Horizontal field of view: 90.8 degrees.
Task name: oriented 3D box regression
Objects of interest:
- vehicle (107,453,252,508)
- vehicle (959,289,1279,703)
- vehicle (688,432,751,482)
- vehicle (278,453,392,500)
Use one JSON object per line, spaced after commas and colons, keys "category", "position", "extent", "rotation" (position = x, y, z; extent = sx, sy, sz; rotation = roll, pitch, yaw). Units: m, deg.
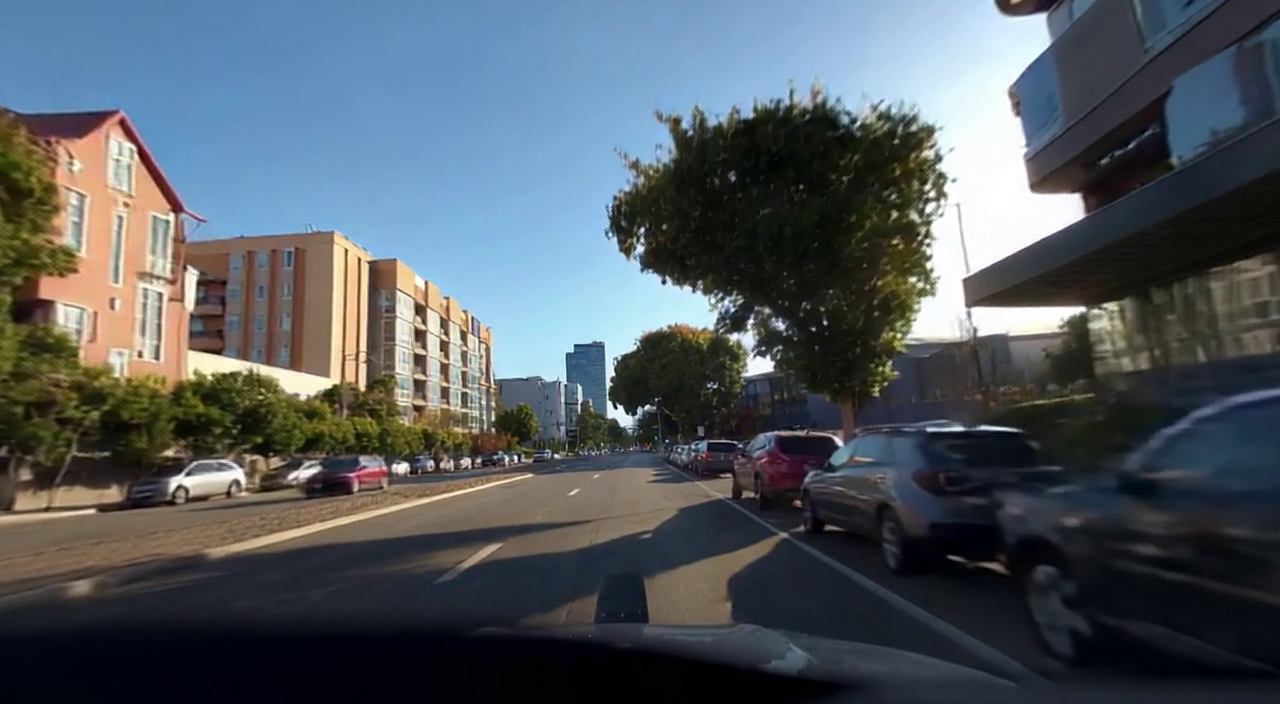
{"category": "vehicle", "position": [-18.163, 5.055, 25.344], "extent": [2.151, 1.885, 4.979], "rotation": [0, -9, -2]}
{"category": "vehicle", "position": [3.488, 0.689, 2.128], "extent": [2.175, 1.910, 4.933], "rotation": [0, -9, 0]}
{"category": "vehicle", "position": [3.251, 4.392, 26.699], "extent": [1.935, 1.920, 4.397], "rotation": [0, -9, -1]}
{"category": "vehicle", "position": [-11.273, 4.592, 23.811], "extent": [1.982, 1.515, 4.648], "rotation": [0, -9, 0]}
